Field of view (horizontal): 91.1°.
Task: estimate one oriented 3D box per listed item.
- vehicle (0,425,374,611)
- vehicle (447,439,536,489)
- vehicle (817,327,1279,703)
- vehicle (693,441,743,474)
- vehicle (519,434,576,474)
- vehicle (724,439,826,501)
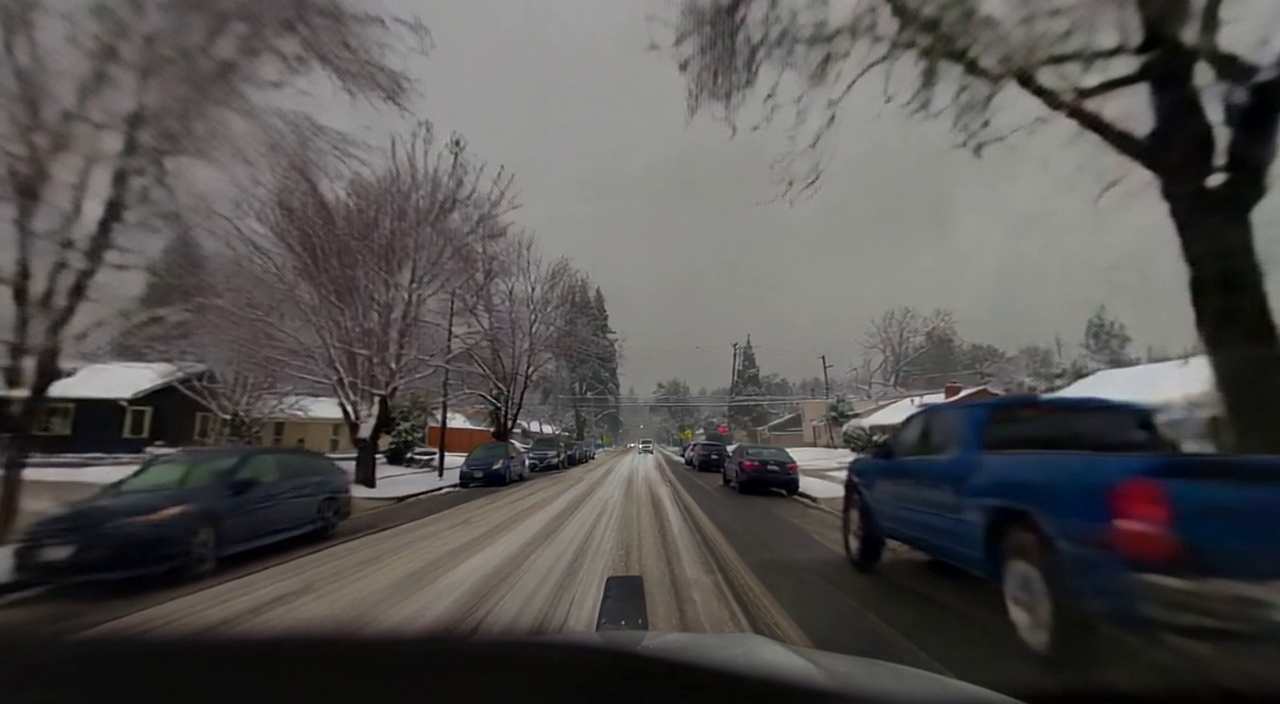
[{"bbox_3d":[-5.298,1.734,7.708,1.895,1.530,4.496,2,-8,2],"label":"vehicle"},{"bbox_3d":[-5.185,3.944,22.584,1.872,1.515,4.535,1,-8,2],"label":"vehicle"},{"bbox_3d":[3.311,1.180,5.306,2.240,1.911,4.878,0,-8,1],"label":"vehicle"},{"bbox_3d":[3.744,5.149,30.912,1.987,1.518,4.686,0,-8,2],"label":"vehicle"},{"bbox_3d":[-4.690,5.243,32.570,2.162,1.857,4.758,2,-8,1],"label":"vehicle"},{"bbox_3d":[3.642,3.266,17.841,1.871,1.514,4.553,0,-8,0],"label":"vehicle"}]
